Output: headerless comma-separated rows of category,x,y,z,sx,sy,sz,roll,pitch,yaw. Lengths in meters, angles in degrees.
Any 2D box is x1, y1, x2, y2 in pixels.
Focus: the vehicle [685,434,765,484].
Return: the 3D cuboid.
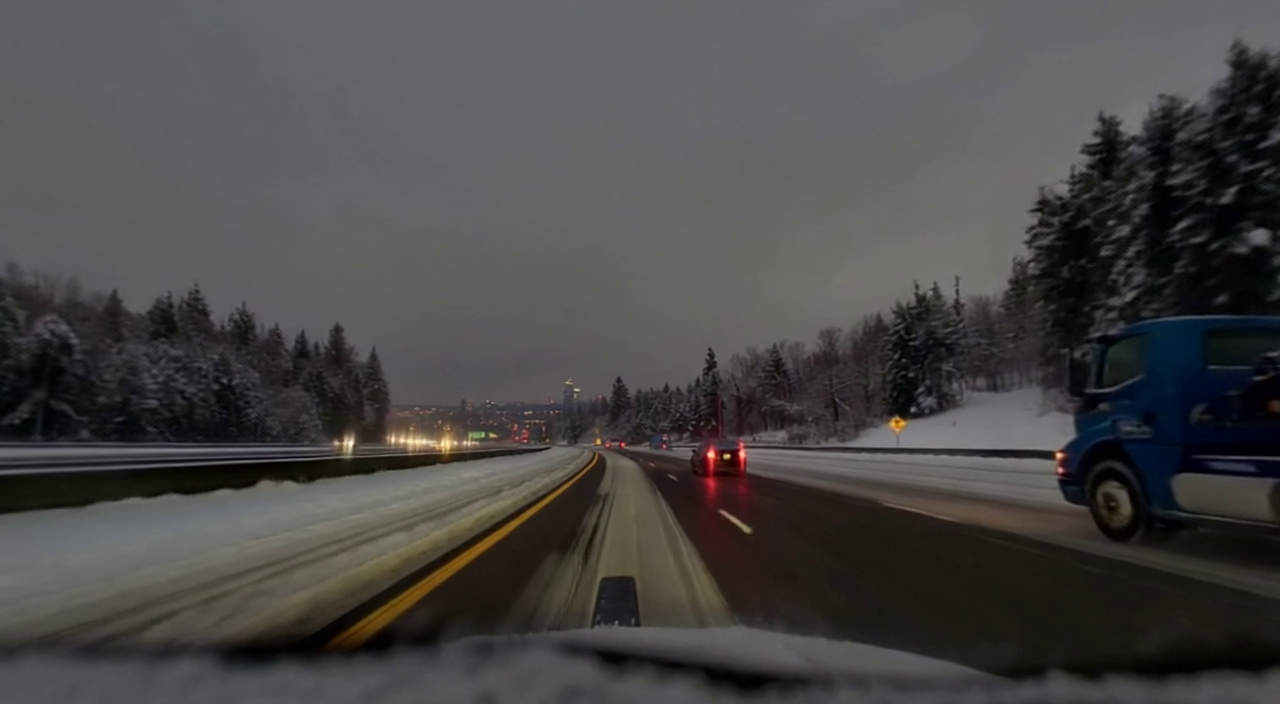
vehicle,3.126,4.055,24.332,2.305,1.729,4.526,0,-8,-2
